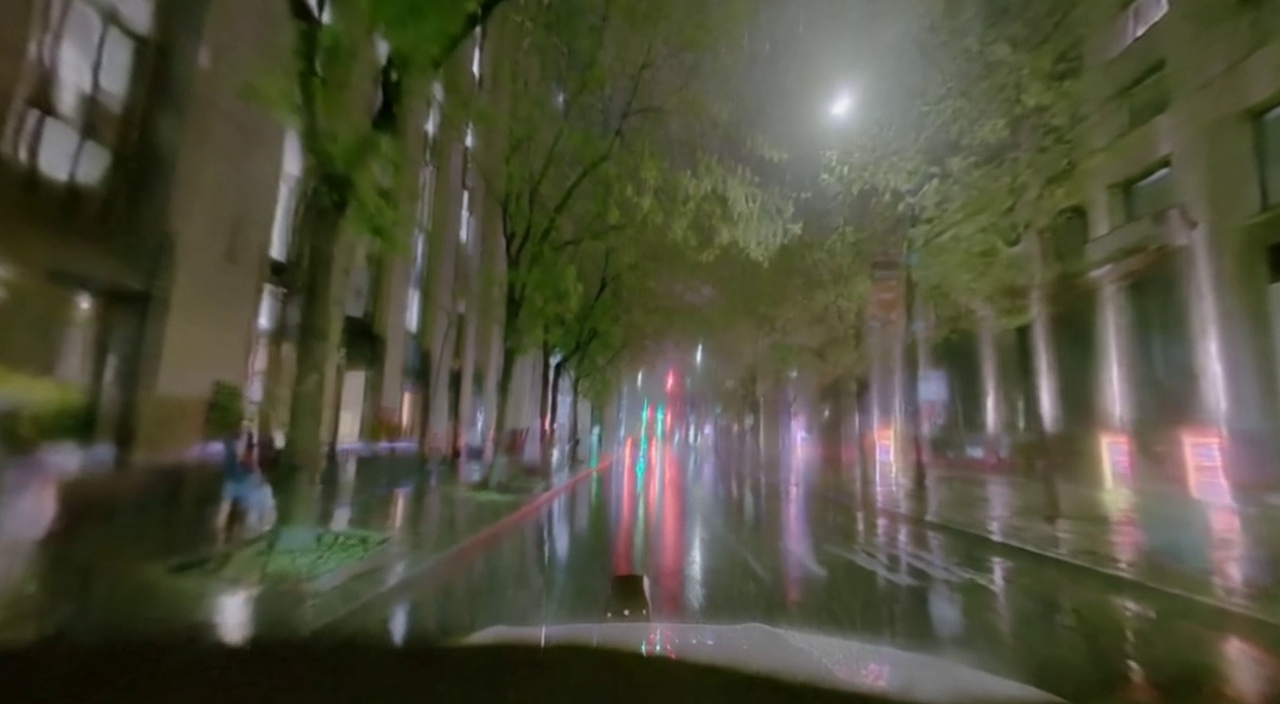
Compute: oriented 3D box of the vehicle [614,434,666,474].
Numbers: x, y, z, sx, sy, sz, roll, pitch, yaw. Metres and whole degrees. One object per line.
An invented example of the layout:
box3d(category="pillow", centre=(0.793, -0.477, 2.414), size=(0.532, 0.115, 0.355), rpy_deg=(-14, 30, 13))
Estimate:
box3d(category="vehicle", centre=(-0.032, 4.413, 27.552), size=(2.079, 1.621, 3.861), rpy_deg=(0, -8, -1))
